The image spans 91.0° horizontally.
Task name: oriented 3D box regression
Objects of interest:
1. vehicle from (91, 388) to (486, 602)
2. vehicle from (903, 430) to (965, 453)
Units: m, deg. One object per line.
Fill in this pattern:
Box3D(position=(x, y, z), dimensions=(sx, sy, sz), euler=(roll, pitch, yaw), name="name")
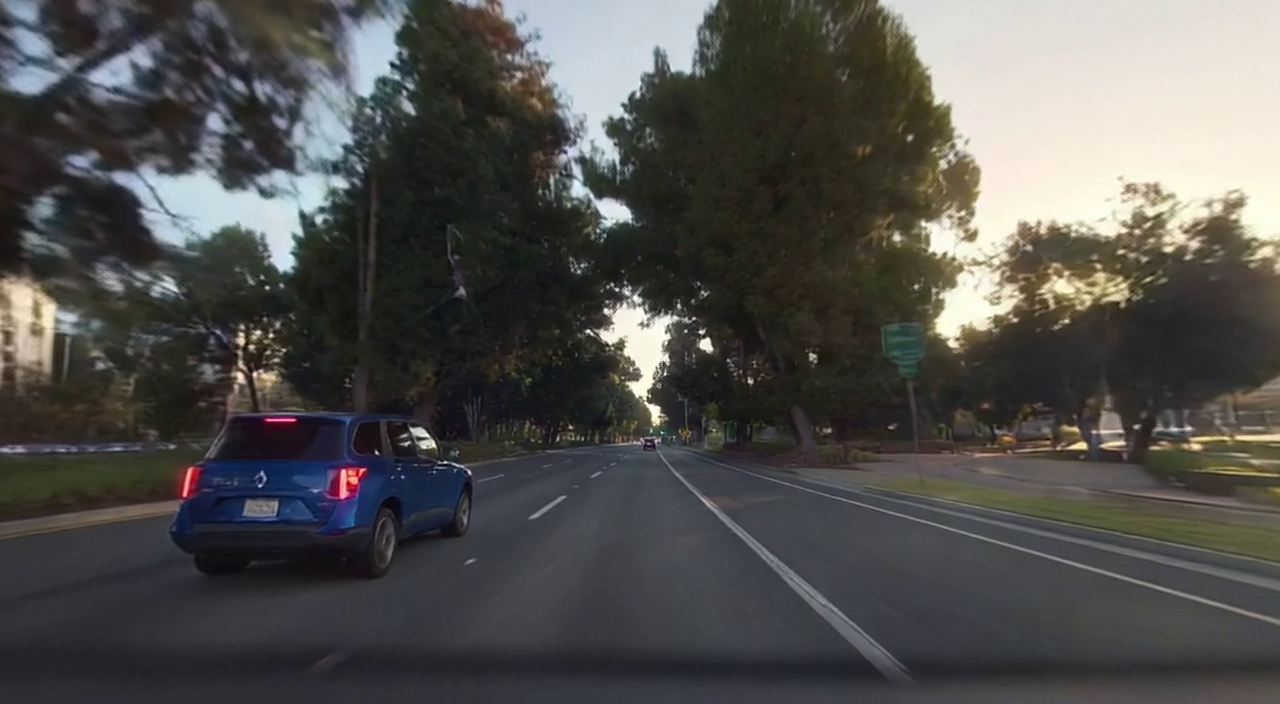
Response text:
Box3D(position=(-3.387, 1.478, 7.387), dimensions=(2.033, 1.713, 4.503), euler=(0, -8, 0), name="vehicle")
Box3D(position=(23.288, 7.102, 49.909), dimensions=(4.000, 1.458, 1.640), euler=(-4, -6, 0), name="vehicle")
